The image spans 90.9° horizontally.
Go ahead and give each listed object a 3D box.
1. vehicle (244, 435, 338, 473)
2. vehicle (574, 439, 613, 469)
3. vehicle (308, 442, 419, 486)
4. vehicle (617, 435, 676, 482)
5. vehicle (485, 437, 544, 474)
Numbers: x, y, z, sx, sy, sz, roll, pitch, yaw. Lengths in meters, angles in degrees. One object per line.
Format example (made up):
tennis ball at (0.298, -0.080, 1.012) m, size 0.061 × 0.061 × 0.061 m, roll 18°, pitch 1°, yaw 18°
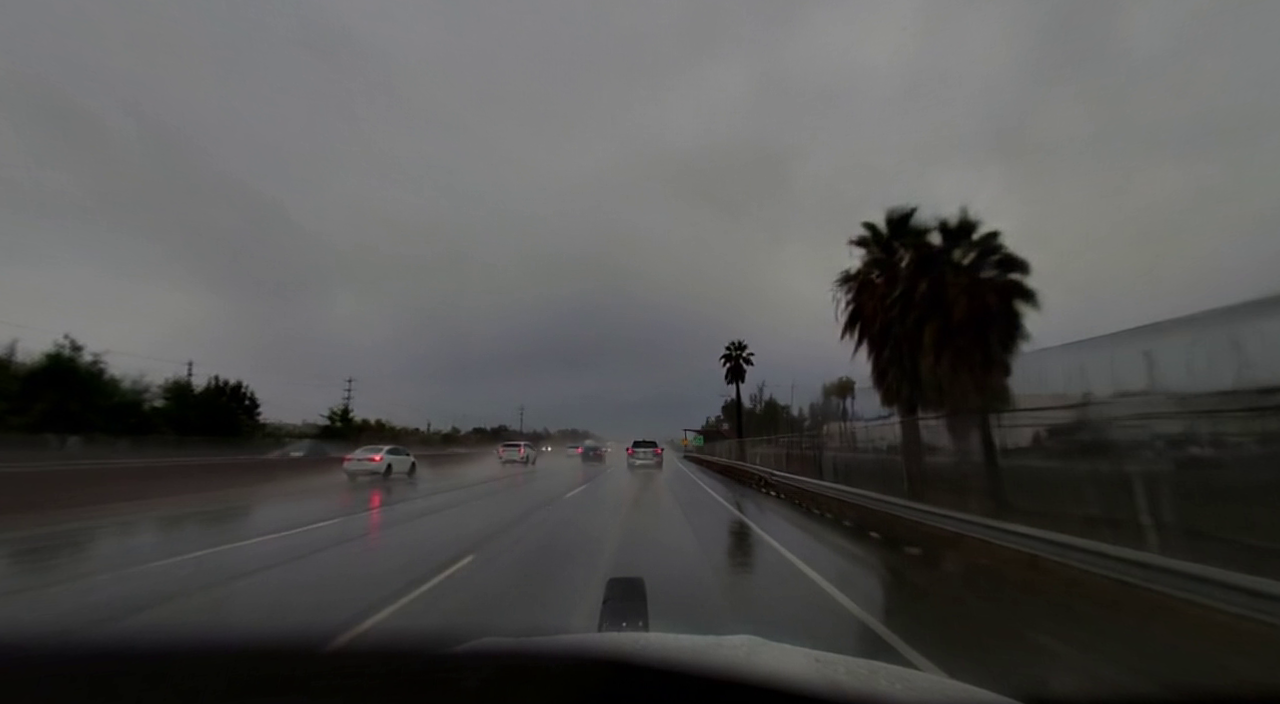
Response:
vehicle at (-20.689, 6.038, 37.749) m, size 2.304 × 2.072 × 5.532 m, roll 0°, pitch -8°, yaw 2°
vehicle at (-3.016, 6.770, 42.080) m, size 2.108 × 1.832 × 4.549 m, roll 0°, pitch -8°, yaw 2°
vehicle at (-10.416, 4.231, 24.264) m, size 1.910 × 1.501 × 5.004 m, roll 0°, pitch -8°, yaw 2°
vehicle at (0.248, 4.177, 24.975) m, size 2.136 × 1.678 × 4.052 m, roll 0°, pitch -8°, yaw 1°
vehicle at (-6.616, 5.507, 33.823) m, size 2.105 × 1.790 × 4.689 m, roll 0°, pitch -8°, yaw 2°
